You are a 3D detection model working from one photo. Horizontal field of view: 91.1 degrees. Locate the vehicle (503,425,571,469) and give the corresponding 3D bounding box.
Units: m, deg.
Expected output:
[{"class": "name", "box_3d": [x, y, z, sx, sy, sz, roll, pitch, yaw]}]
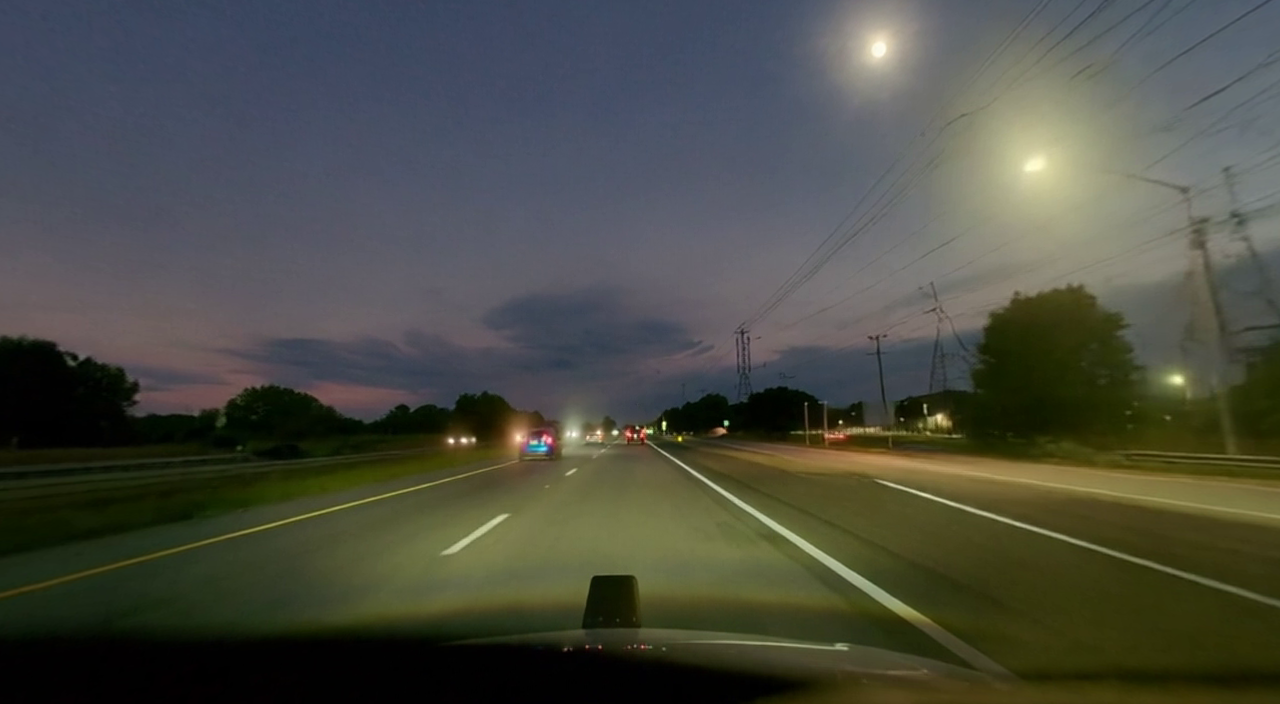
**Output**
[{"class": "vehicle", "box_3d": [-3.964, 3.729, 24.966, 2.023, 1.580, 4.259, 0, -8, -1]}]
